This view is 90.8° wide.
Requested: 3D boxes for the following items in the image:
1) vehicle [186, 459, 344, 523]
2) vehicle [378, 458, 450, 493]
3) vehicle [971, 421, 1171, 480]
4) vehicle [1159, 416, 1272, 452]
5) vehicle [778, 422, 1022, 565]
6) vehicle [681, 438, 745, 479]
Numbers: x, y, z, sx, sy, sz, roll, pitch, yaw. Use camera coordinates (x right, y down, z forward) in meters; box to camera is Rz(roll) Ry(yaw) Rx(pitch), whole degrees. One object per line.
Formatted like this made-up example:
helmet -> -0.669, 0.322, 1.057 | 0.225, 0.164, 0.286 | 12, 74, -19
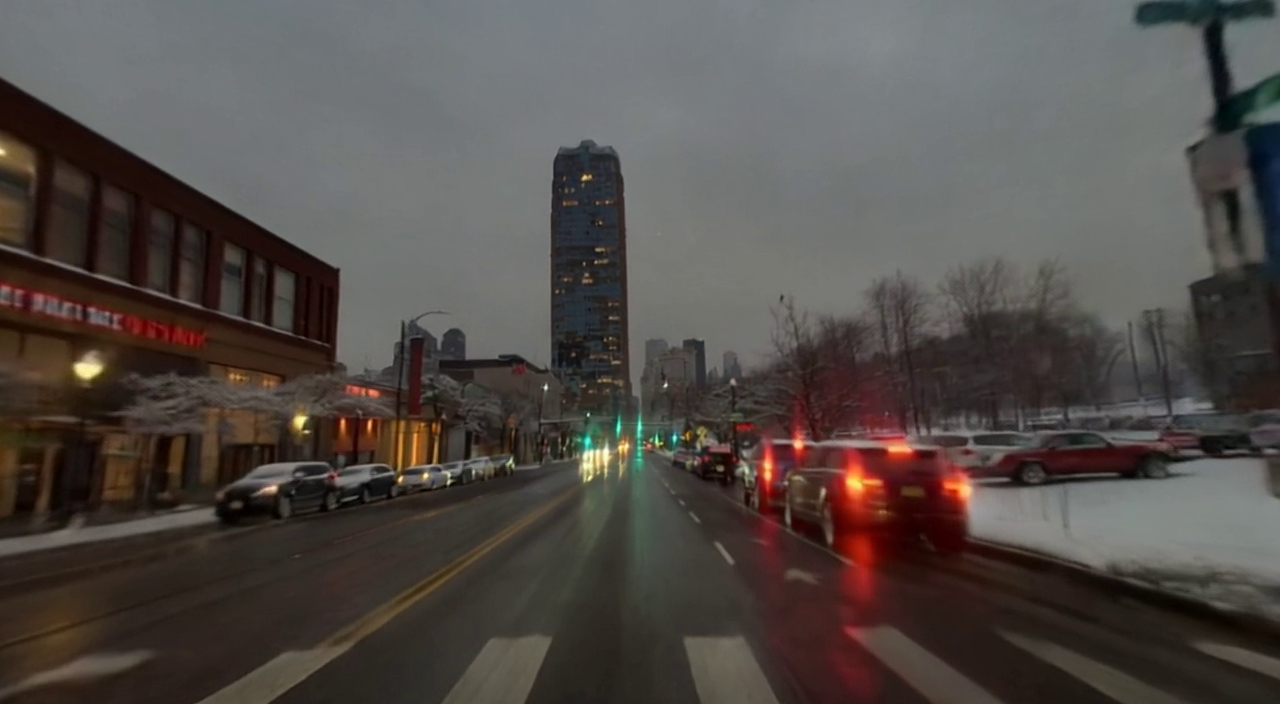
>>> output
vehicle -> -10.897, 4.036, 18.831 | 2.018, 1.553, 4.407 | 0, -8, -1
vehicle -> -10.850, 5.943, 30.751 | 1.861, 1.473, 4.633 | 0, -8, -1
vehicle -> 13.615, 3.155, 20.258 | 4.732, 1.746, 2.141 | -1, -8, 3
vehicle -> 27.069, 3.849, 29.789 | 3.666, 1.448, 1.639 | -3, -6, 1
vehicle -> 3.866, 2.179, 10.652 | 2.118, 1.779, 5.121 | -1, -8, 3
vehicle -> 3.644, 5.485, 32.812 | 2.492, 1.909, 5.830 | 0, -8, -1
